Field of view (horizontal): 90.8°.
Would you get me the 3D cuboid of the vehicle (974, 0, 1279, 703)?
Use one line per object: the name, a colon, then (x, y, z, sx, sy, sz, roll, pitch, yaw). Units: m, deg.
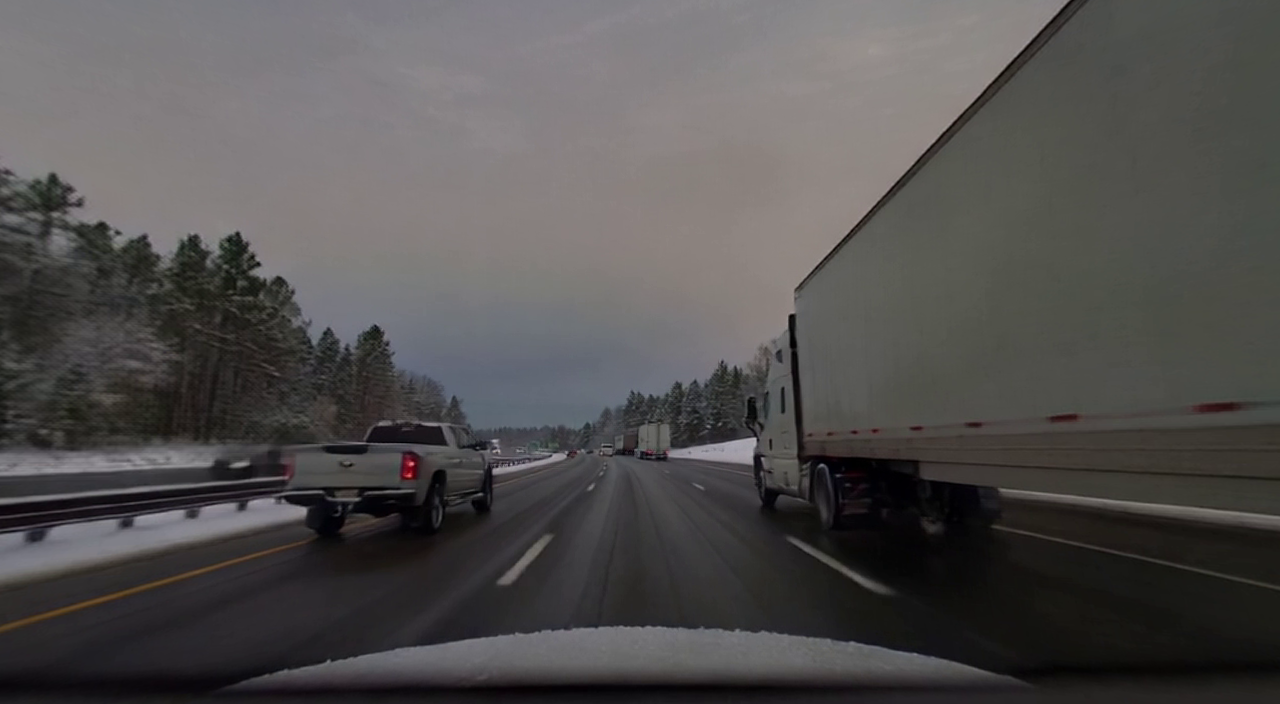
vehicle: (4.274, -0.487, 1.017, 2.826, 4.035, 8.369, 0, -9, 1)

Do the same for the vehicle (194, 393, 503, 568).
vehicle: (-3.822, 1.827, 9.655, 2.337, 1.942, 4.984, 0, -9, 0)
